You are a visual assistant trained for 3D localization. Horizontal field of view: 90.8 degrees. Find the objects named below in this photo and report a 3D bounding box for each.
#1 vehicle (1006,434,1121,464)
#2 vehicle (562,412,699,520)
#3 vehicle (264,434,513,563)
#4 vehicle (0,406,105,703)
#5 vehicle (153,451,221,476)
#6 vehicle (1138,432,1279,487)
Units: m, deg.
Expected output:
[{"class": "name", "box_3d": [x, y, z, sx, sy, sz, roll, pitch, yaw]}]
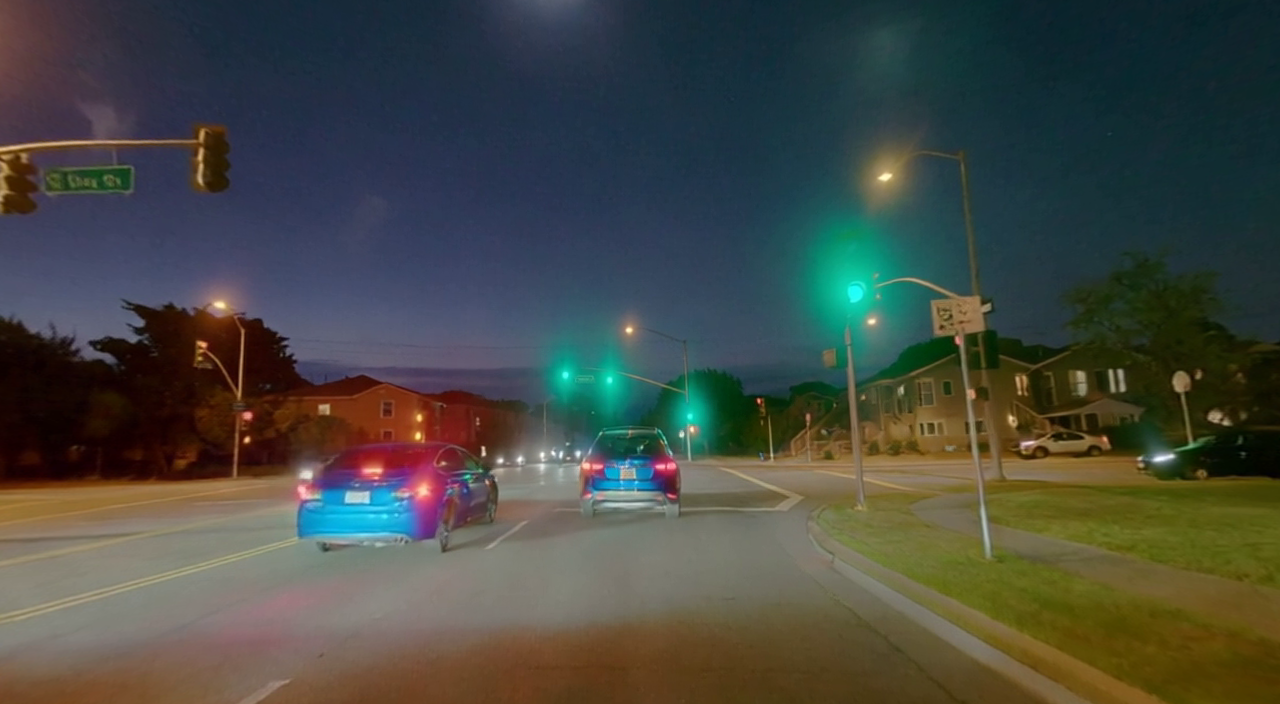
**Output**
[{"class": "vehicle", "box_3d": [21.339, 4.919, 32.006, 4.353, 1.431, 1.876, -2, -9, 14]}, {"class": "vehicle", "box_3d": [-0.189, 2.341, 13.473, 2.396, 1.881, 4.606, 0, -8, -1]}, {"class": "vehicle", "box_3d": [-3.347, 2.015, 9.520, 1.934, 1.459, 4.368, 0, -8, 0]}, {"class": "vehicle", "box_3d": [-3.388, 0.663, 0.380, 1.977, 1.488, 4.741, 0, -8, 0]}, {"class": "vehicle", "box_3d": [-31.283, 7.668, 43.813, 2.113, 1.603, 4.222, 1, -9, -10]}, {"class": "vehicle", "box_3d": [17.228, 2.980, 17.653, 4.715, 1.439, 1.874, -2, -9, 14]}]
